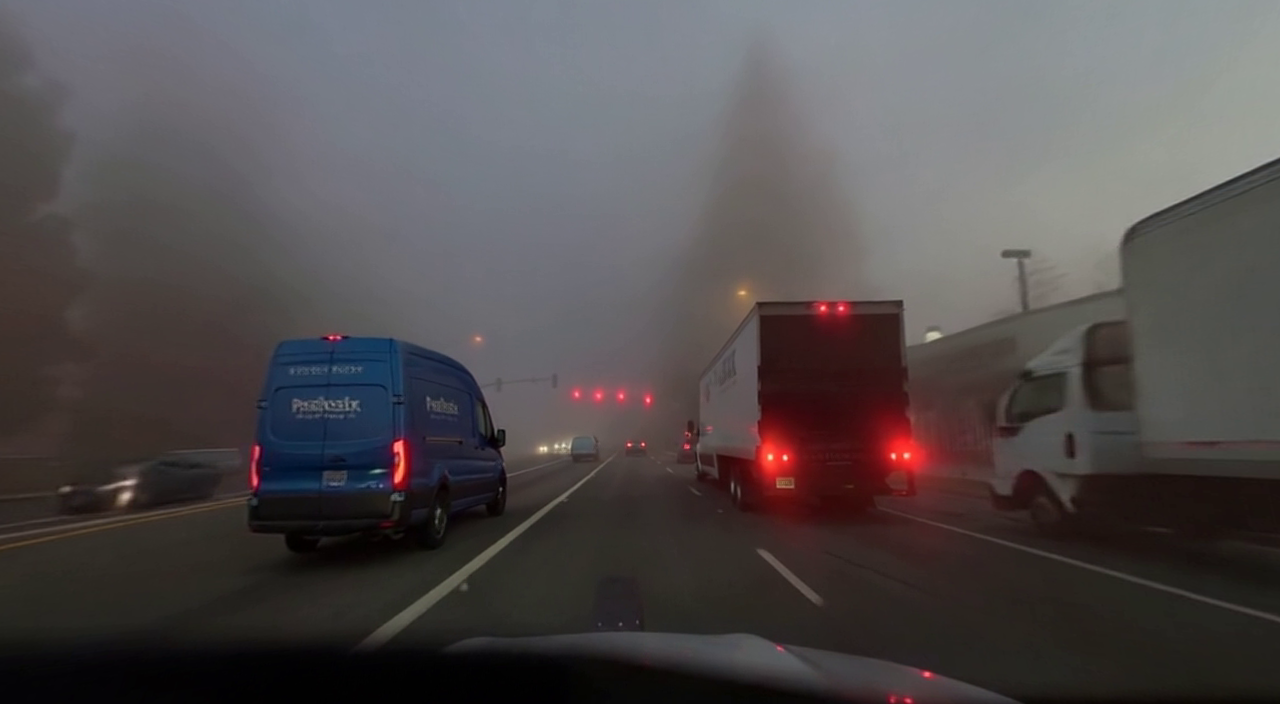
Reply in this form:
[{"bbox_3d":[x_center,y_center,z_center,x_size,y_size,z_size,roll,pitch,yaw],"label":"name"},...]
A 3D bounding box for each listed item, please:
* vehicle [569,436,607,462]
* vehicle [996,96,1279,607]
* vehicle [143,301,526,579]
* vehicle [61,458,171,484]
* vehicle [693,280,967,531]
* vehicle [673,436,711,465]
[{"bbox_3d":[-3.776,7.191,46.790,2.356,1.766,5.674,0,-9,0],"label":"vehicle"},{"bbox_3d":[6.852,-0.706,0.734,2.926,4.221,16.975,0,-9,0],"label":"vehicle"},{"bbox_3d":[-3.629,1.345,9.626,2.443,2.784,6.493,0,-9,1],"label":"vehicle"},{"bbox_3d":[-31.442,7.131,38.113,4.630,1.412,2.019,4,-10,-25],"label":"vehicle"},{"bbox_3d":[3.029,1.449,13.768,2.861,3.525,9.858,0,-9,0],"label":"vehicle"},{"bbox_3d":[3.121,6.042,38.796,1.869,1.616,4.346,0,-9,-1],"label":"vehicle"}]
